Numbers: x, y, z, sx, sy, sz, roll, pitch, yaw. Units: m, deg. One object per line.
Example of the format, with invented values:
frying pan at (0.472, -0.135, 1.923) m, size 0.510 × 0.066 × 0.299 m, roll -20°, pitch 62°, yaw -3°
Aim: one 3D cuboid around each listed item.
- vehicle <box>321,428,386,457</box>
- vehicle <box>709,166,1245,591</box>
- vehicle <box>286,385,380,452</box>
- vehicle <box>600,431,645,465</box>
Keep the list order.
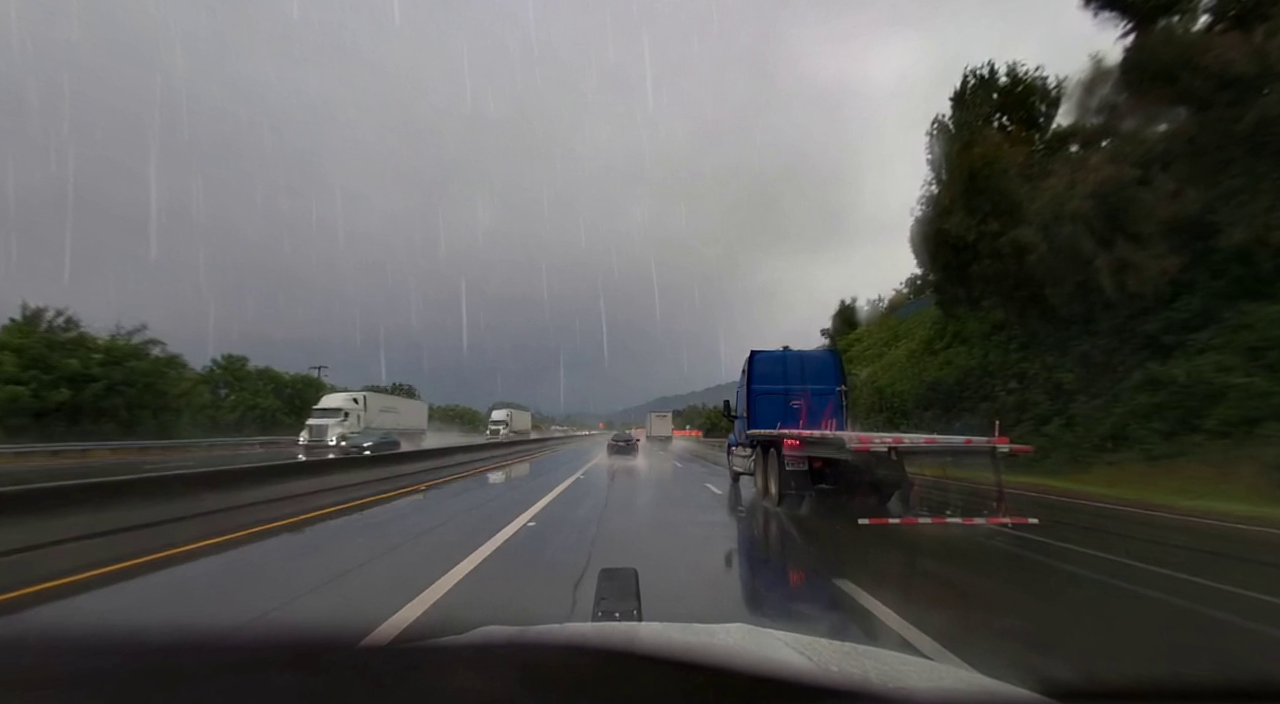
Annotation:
vehicle at (-15.527, 4.899, 34.386) m, size 1.788 × 1.475 × 3.811 m, roll 0°, pitch -8°, yaw -1°
vehicle at (3.405, 0.862, 10.809) m, size 2.919 × 3.634 × 10.888 m, roll 0°, pitch -8°, yaw -1°
vehicle at (-19.614, 4.364, 40.734) m, size 3.014 × 3.985 × 5.892 m, roll 0°, pitch -8°, yaw -1°
vehicle at (-0.808, 4.401, 29.173) m, size 1.929 × 1.469 × 3.677 m, roll 0°, pitch -8°, yaw -1°
